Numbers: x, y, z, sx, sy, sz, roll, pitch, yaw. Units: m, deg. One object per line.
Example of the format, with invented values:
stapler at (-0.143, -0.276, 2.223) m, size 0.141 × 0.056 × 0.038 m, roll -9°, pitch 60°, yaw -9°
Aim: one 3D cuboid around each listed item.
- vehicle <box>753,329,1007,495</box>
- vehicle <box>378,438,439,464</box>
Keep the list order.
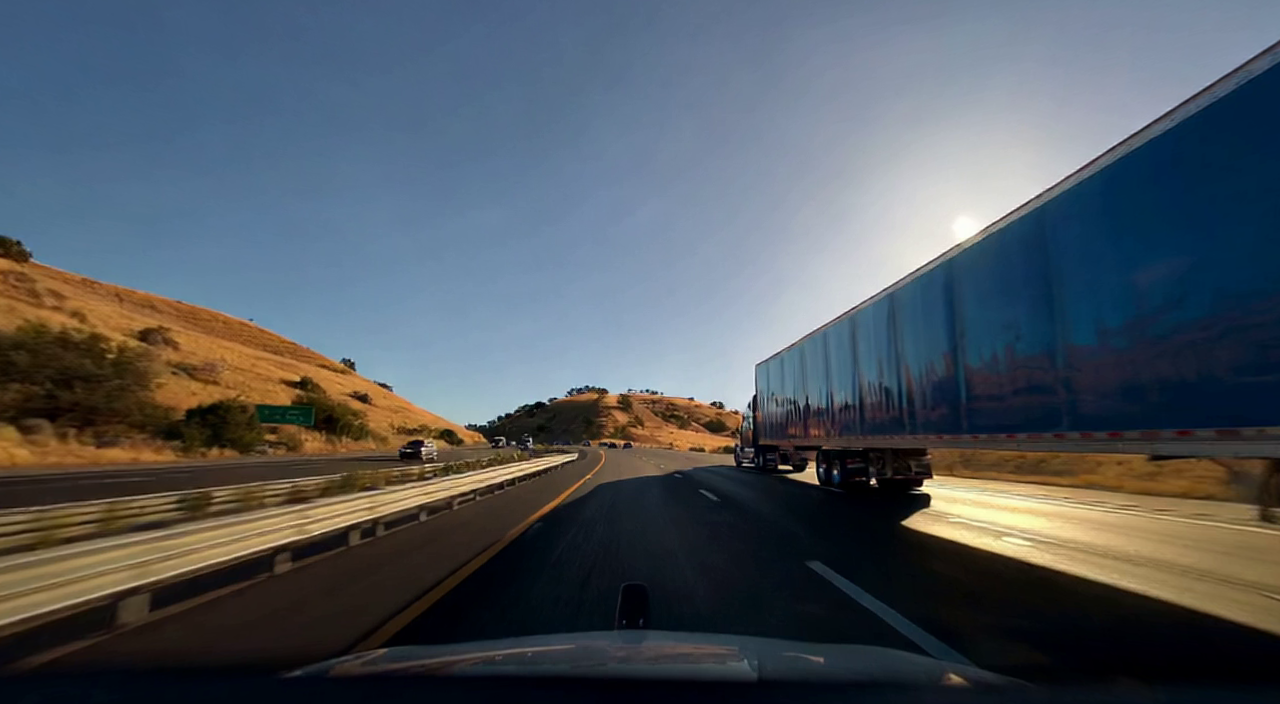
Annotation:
vehicle at (7.482, 2.665, 24.065) m, size 2.923 × 4.182 × 16.345 m, roll 0°, pitch -8°, yaw -1°
vehicle at (-14.692, 6.324, 40.374) m, size 2.060 × 1.518 × 5.101 m, roll 0°, pitch -8°, yaw -1°
